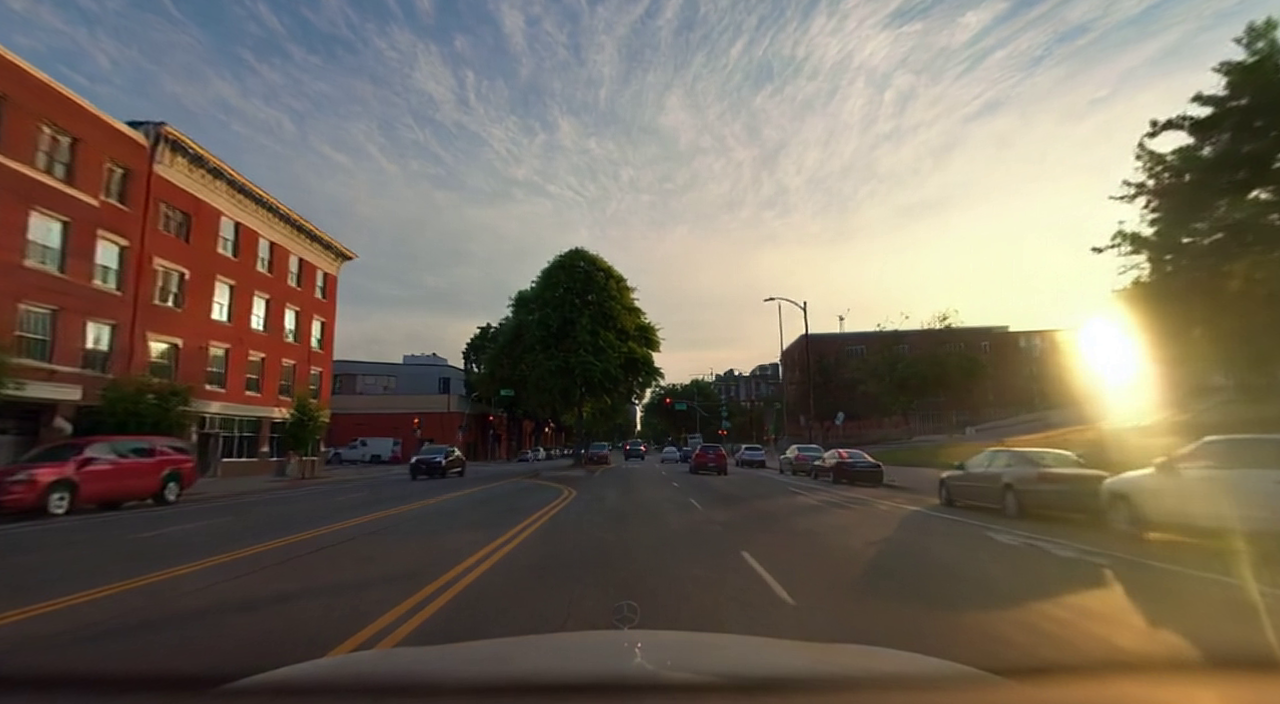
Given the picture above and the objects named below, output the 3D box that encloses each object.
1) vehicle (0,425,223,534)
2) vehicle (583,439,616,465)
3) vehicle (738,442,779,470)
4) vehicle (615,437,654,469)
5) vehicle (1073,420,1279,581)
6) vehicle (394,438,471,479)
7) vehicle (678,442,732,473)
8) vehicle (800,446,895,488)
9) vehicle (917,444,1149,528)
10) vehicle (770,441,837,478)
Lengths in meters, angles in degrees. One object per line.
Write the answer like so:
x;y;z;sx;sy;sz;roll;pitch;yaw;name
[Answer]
-14.412;3.151;16.296;2.822;2.230;6.145;0;-9;3;vehicle
-3.005;7.380;46.587;2.297;1.812;4.244;0;-8;-4;vehicle
8.008;7.040;43.069;1.959;1.719;4.538;1;-7;0;vehicle
-0.336;6.277;39.551;2.329;1.842;4.537;0;-8;0;vehicle
8.188;1.749;7.715;2.310;1.753;4.814;0;-9;-1;vehicle
-9.956;5.135;30.761;2.212;1.784;4.626;0;-8;0;vehicle
3.270;5.451;32.969;2.238;1.499;4.964;0;-8;-1;vehicle
8.111;4.520;25.220;2.054;1.455;4.786;0;-8;-1;vehicle
8.201;2.783;13.874;2.072;1.479;4.603;0;-8;-1;vehicle
7.983;5.252;31.350;1.963;1.649;4.562;1;-8;-2;vehicle
